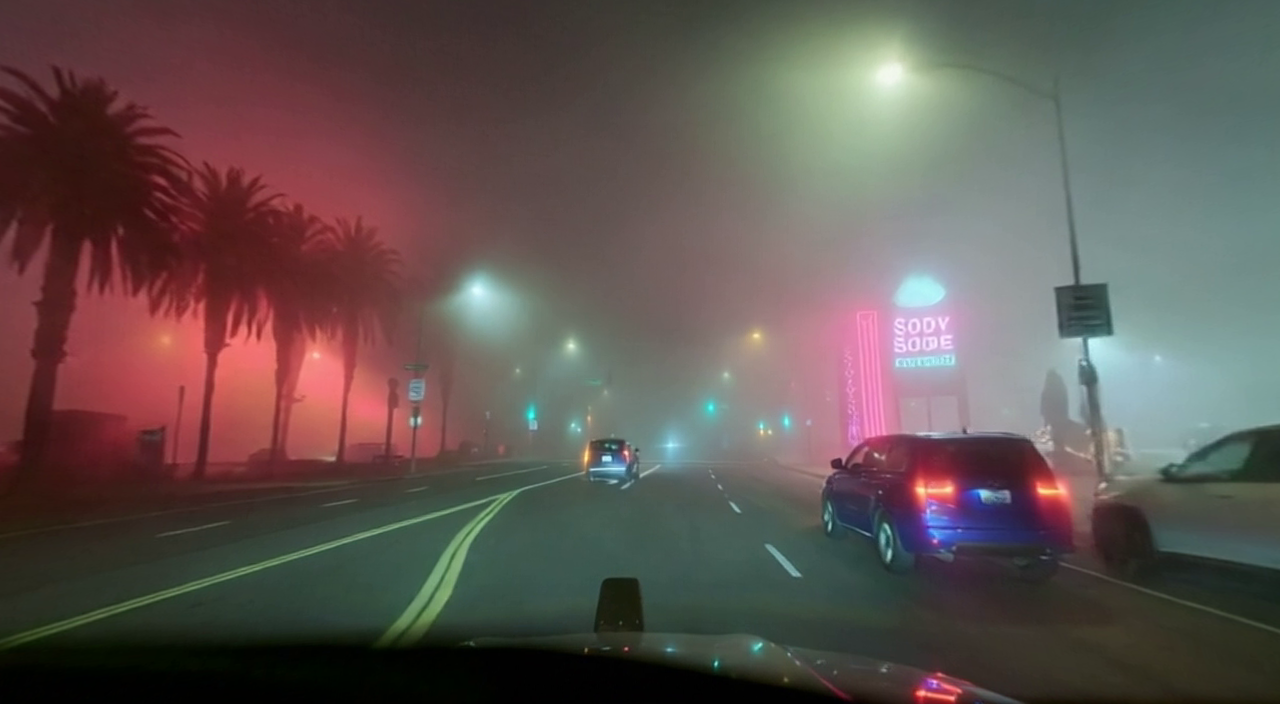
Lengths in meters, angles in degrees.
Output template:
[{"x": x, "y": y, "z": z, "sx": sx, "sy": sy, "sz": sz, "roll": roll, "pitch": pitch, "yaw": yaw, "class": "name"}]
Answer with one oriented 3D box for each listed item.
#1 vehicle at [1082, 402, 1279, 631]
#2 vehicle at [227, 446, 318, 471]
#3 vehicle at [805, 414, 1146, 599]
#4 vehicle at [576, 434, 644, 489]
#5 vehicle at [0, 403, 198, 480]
[{"x": 6.206, "y": 1.311, "z": 4.979, "sx": 2.028, "sy": 1.832, "sz": 4.622, "roll": 0, "pitch": -8, "yaw": 0, "class": "vehicle"}, {"x": -23.086, "y": 6.671, "z": 39.906, "sx": 1.800, "sy": 1.462, "sz": 4.752, "roll": -4, "pitch": -9, "yaw": 24, "class": "vehicle"}, {"x": 3.617, "y": 1.728, "z": 7.976, "sx": 1.983, "sy": 1.654, "sz": 4.354, "roll": 0, "pitch": -8, "yaw": 2, "class": "vehicle"}, {"x": -0.906, "y": 3.661, "z": 21.446, "sx": 2.063, "sy": 1.664, "sz": 4.471, "roll": 0, "pitch": -8, "yaw": 0, "class": "vehicle"}, {"x": -21.447, "y": 3.570, "z": 25.200, "sx": 2.198, "sy": 2.684, "sz": 5.751, "roll": -4, "pitch": -9, "yaw": 24, "class": "vehicle"}]
